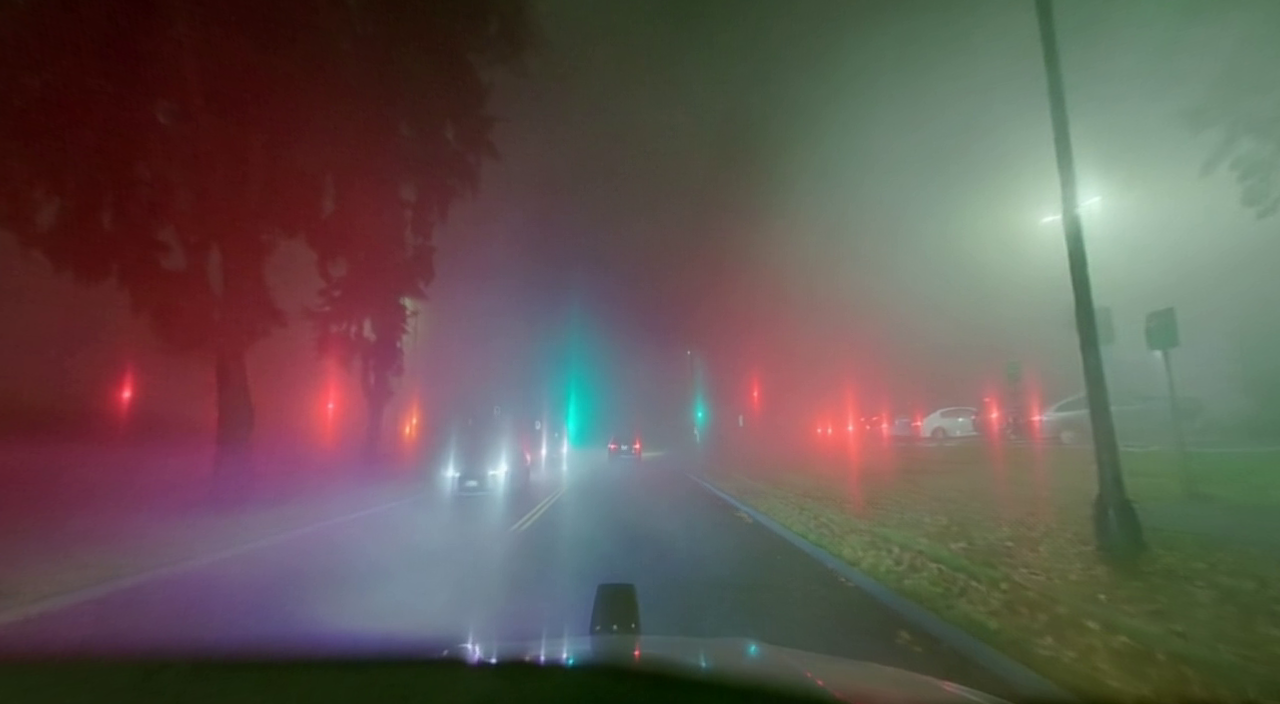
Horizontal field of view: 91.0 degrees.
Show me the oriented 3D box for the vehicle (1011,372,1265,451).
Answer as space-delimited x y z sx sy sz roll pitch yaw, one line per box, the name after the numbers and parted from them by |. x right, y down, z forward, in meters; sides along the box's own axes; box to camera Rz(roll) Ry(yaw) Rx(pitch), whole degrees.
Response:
11.956 1.492 15.435 4.349 1.462 1.982 -5 -7 6 | vehicle

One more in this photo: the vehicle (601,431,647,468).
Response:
-0.771 4.894 31.769 2.142 1.686 3.816 -1 -8 0 | vehicle

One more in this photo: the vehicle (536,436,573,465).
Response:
-5.118 5.896 37.710 2.057 1.613 4.062 0 -8 -7 | vehicle

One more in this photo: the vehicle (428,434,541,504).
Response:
-3.710 2.844 15.704 1.973 1.512 3.524 0 -8 -1 | vehicle
